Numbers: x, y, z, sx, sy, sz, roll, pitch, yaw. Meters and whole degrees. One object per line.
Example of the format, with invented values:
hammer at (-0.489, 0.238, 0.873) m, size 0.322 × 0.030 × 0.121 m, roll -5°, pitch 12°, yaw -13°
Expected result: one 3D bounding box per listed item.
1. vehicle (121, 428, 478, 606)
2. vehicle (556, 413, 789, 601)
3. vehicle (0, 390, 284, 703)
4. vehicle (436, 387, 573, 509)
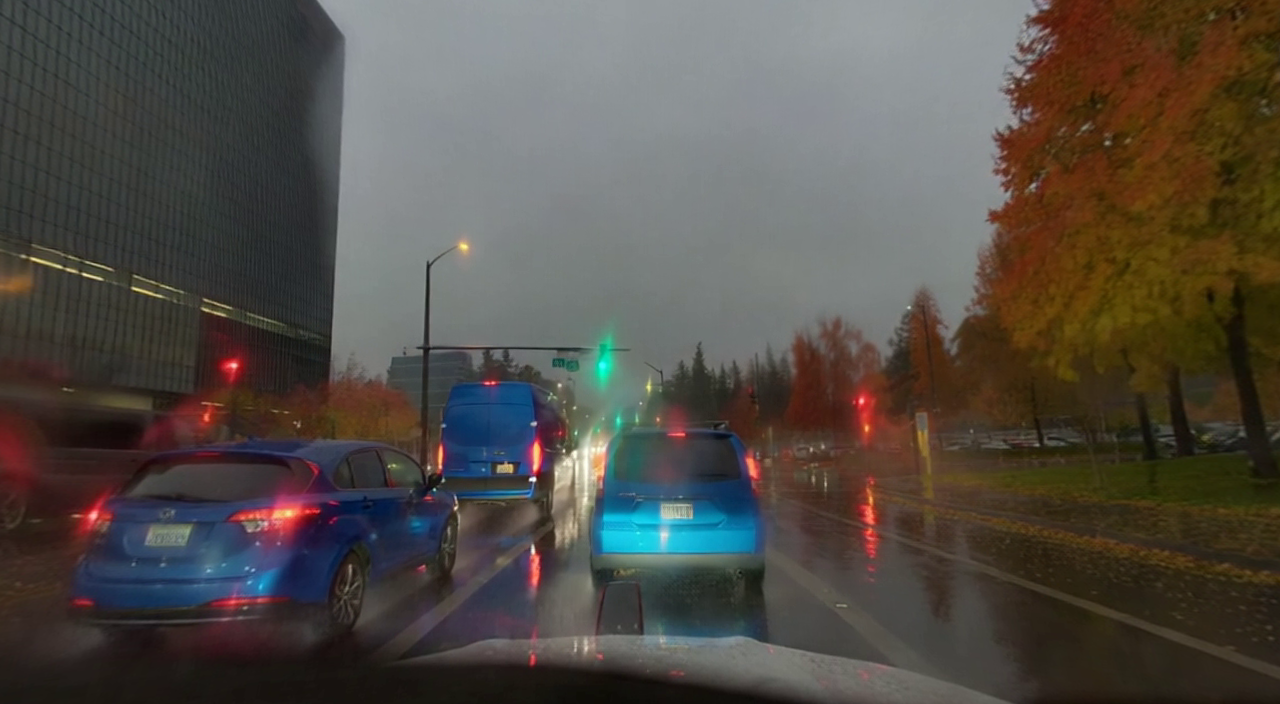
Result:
vehicle at (-3.486, 1.754, 7.570) m, size 1.955 × 1.499 × 4.223 m, roll 0°, pitch -9°, yaw 0°
vehicle at (0.194, 1.597, 7.203) m, size 1.979 × 1.562 × 3.630 m, roll 0°, pitch -9°, yaw -3°
vehicle at (-2.911, 0.813, 1.523) m, size 1.893 × 1.491 × 3.798 m, roll 0°, pitch -9°, yaw -1°
vehicle at (-3.258, 2.541, 16.587) m, size 2.343 × 2.635 × 5.684 m, roll 0°, pitch -9°, yaw 0°
